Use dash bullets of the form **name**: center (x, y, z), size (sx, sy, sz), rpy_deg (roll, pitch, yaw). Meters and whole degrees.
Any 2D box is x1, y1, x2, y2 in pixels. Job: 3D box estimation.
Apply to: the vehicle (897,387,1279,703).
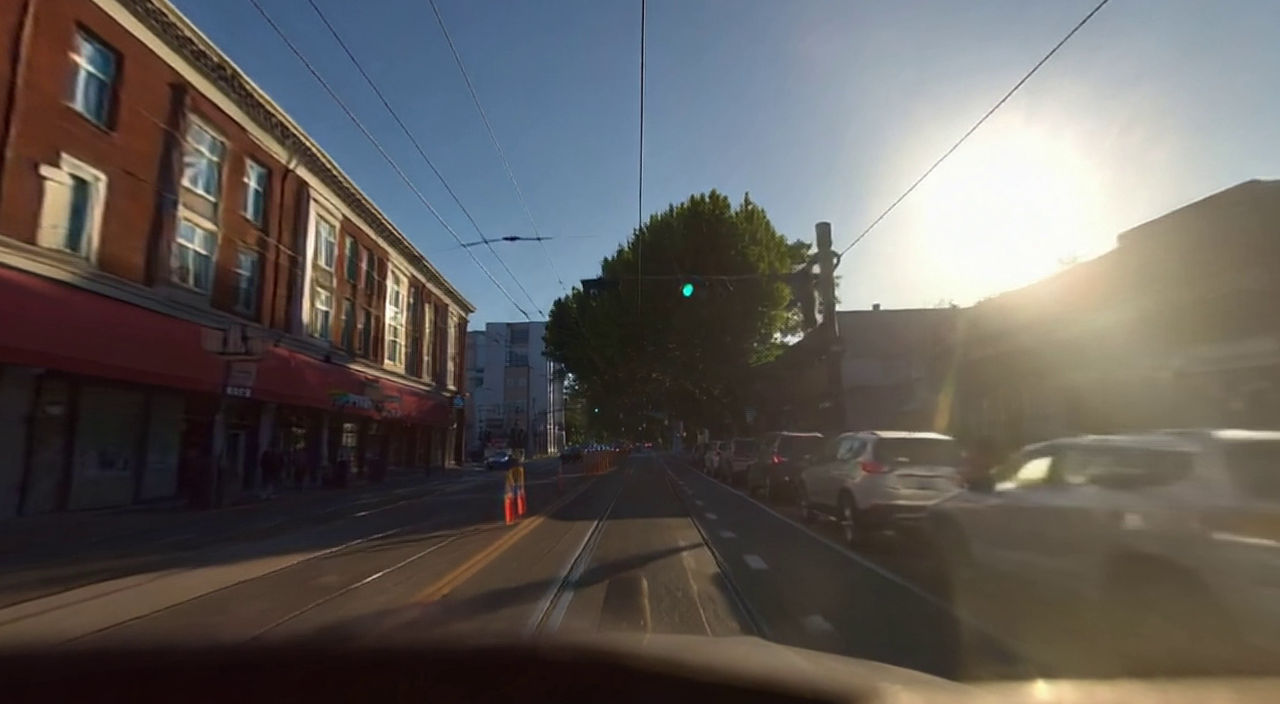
- **vehicle**: center (3.598, 1.178, 4.639), size (1.808, 1.541, 3.644), rpy_deg (-1, -8, 0)
